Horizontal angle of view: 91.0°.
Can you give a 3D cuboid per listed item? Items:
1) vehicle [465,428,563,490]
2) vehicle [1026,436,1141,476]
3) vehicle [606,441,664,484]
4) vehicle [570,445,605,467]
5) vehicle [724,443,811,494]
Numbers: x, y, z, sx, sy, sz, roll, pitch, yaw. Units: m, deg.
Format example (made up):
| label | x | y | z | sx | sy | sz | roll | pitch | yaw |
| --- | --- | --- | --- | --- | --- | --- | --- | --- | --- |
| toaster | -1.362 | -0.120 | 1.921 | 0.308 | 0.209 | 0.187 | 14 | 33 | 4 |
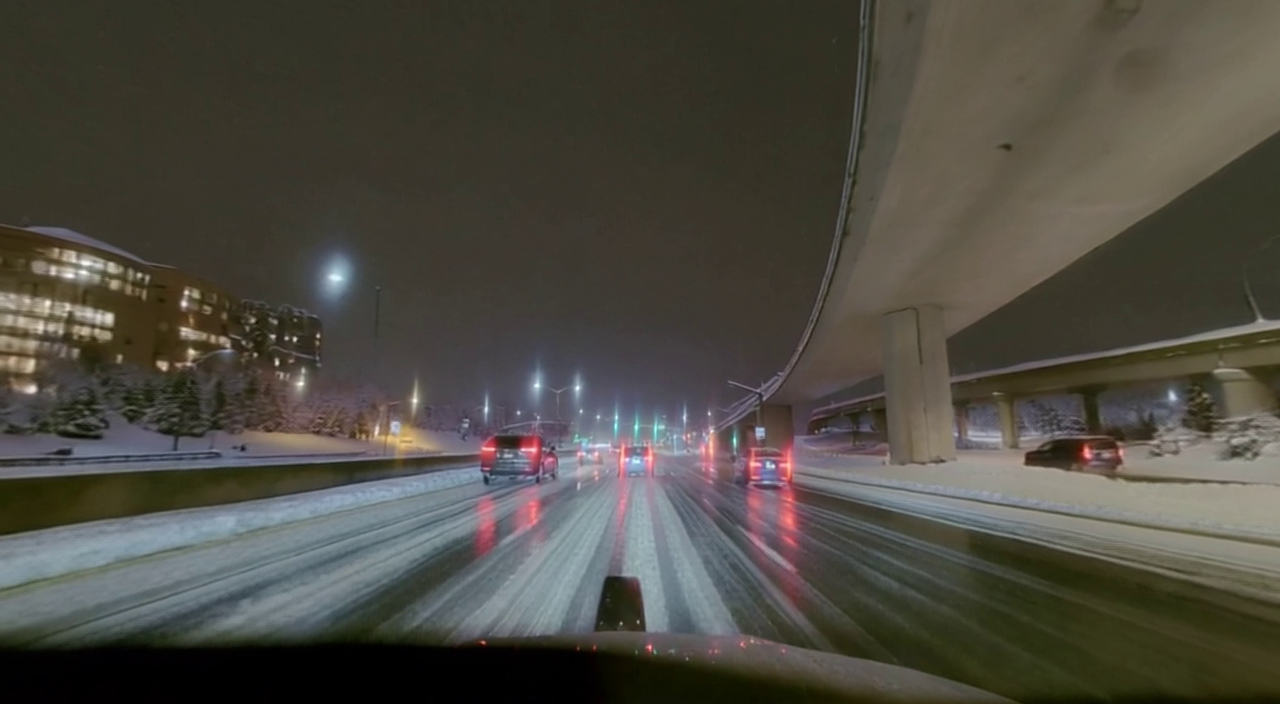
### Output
| label | x | y | z | sx | sy | sz | roll | pitch | yaw |
| --- | --- | --- | --- | --- | --- | --- | --- | --- | --- |
| vehicle | -4.000 | 3.511 | 20.910 | 2.142 | 1.819 | 4.648 | 0 | -9 | 2 |
| vehicle | 24.239 | 5.708 | 34.846 | 2.376 | 1.988 | 6.109 | -1 | -9 | 6 |
| vehicle | -0.178 | 4.284 | 24.699 | 2.089 | 1.493 | 3.964 | 0 | -9 | 0 |
| vehicle | -3.537 | 7.067 | 42.911 | 1.868 | 1.431 | 4.055 | 0 | -9 | 2 |
| vehicle | 4.062 | 3.774 | 20.737 | 1.974 | 1.490 | 3.994 | 0 | -9 | -1 |
